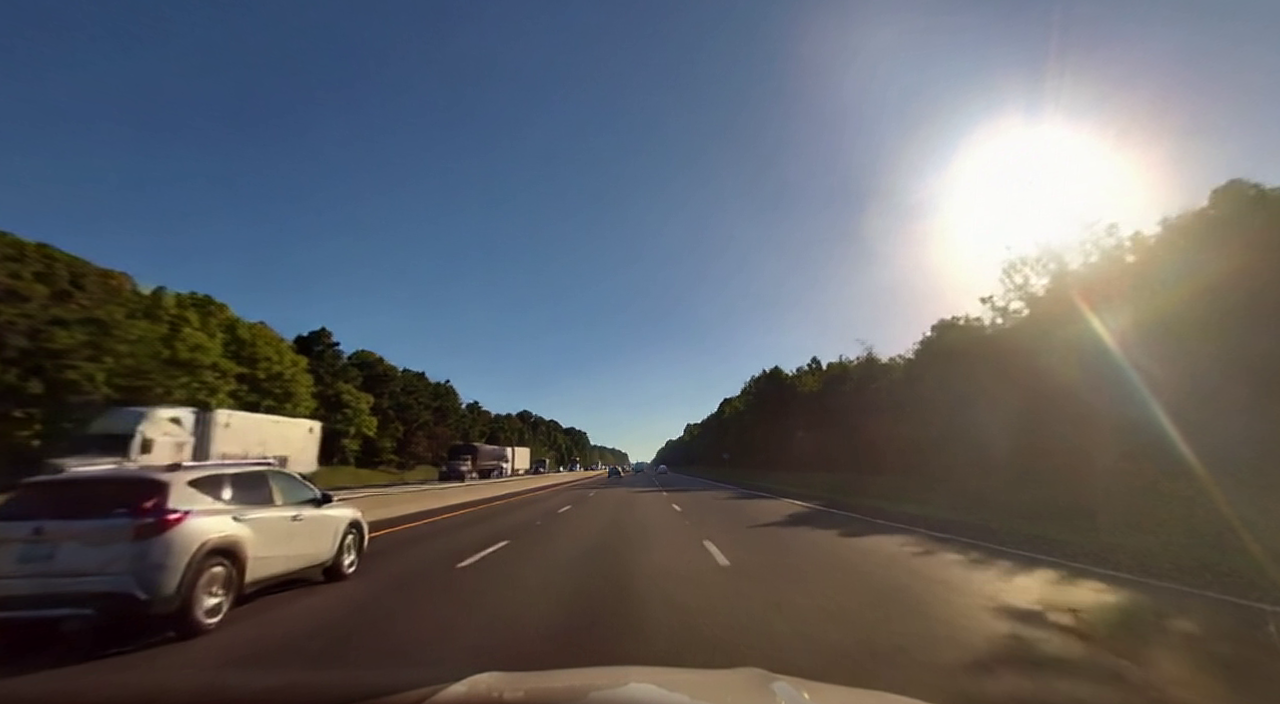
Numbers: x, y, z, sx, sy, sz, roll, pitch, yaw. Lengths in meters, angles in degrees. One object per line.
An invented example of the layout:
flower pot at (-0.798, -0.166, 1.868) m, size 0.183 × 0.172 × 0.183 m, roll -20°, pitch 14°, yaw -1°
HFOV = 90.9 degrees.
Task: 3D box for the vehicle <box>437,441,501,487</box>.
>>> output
vehicle at (-13.289, 8.875, 49.794) m, size 2.743 × 3.252 × 7.847 m, roll 1°, pitch -10°, yaw 0°

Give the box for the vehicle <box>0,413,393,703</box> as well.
vehicle at (-3.901, 1.406, 4.948) m, size 2.043 × 1.486 × 4.442 m, roll 1°, pitch -10°, yaw 1°
